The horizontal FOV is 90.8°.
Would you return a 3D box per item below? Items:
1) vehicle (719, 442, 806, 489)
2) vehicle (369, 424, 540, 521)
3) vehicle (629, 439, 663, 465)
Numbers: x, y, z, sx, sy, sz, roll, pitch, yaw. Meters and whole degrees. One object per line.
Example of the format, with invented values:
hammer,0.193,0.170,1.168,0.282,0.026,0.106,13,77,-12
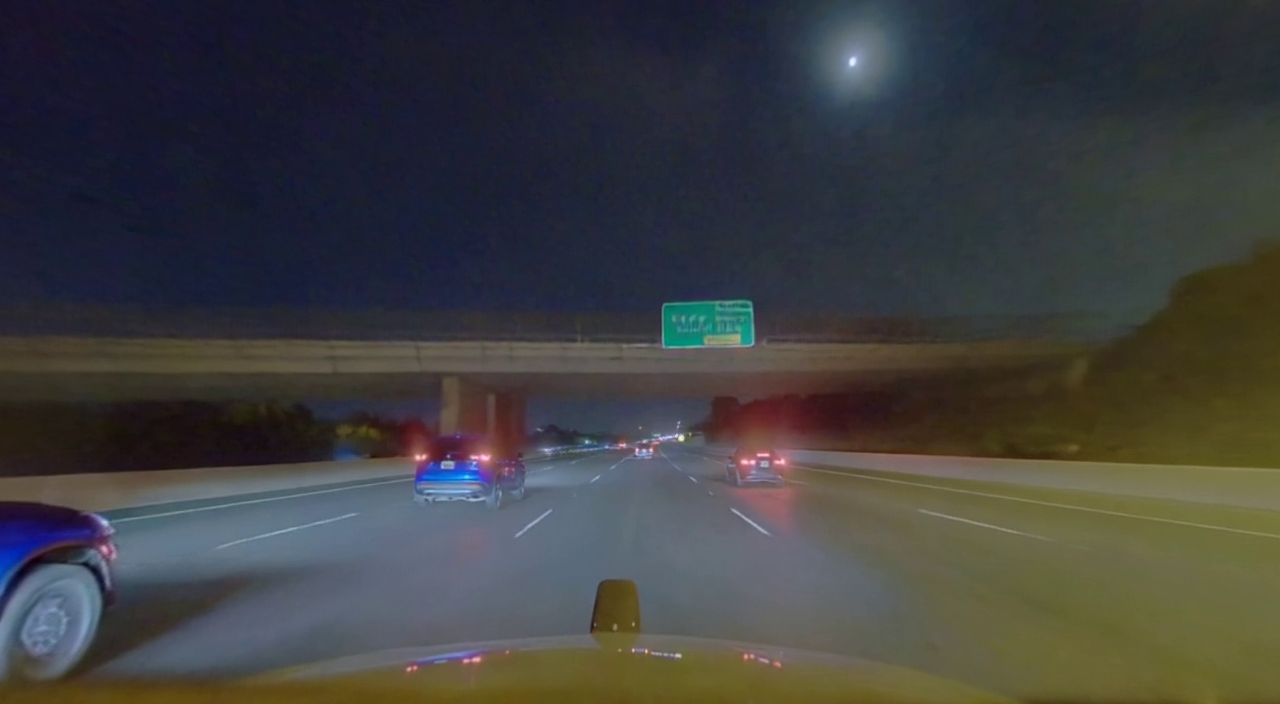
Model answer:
vehicle,4.083,3.850,21.839,2.083,1.453,4.307,0,-8,-1
vehicle,-3.476,2.357,12.838,2.193,1.641,4.077,0,-8,1
vehicle,0.470,7.498,47.498,2.428,1.841,4.402,0,-8,0
